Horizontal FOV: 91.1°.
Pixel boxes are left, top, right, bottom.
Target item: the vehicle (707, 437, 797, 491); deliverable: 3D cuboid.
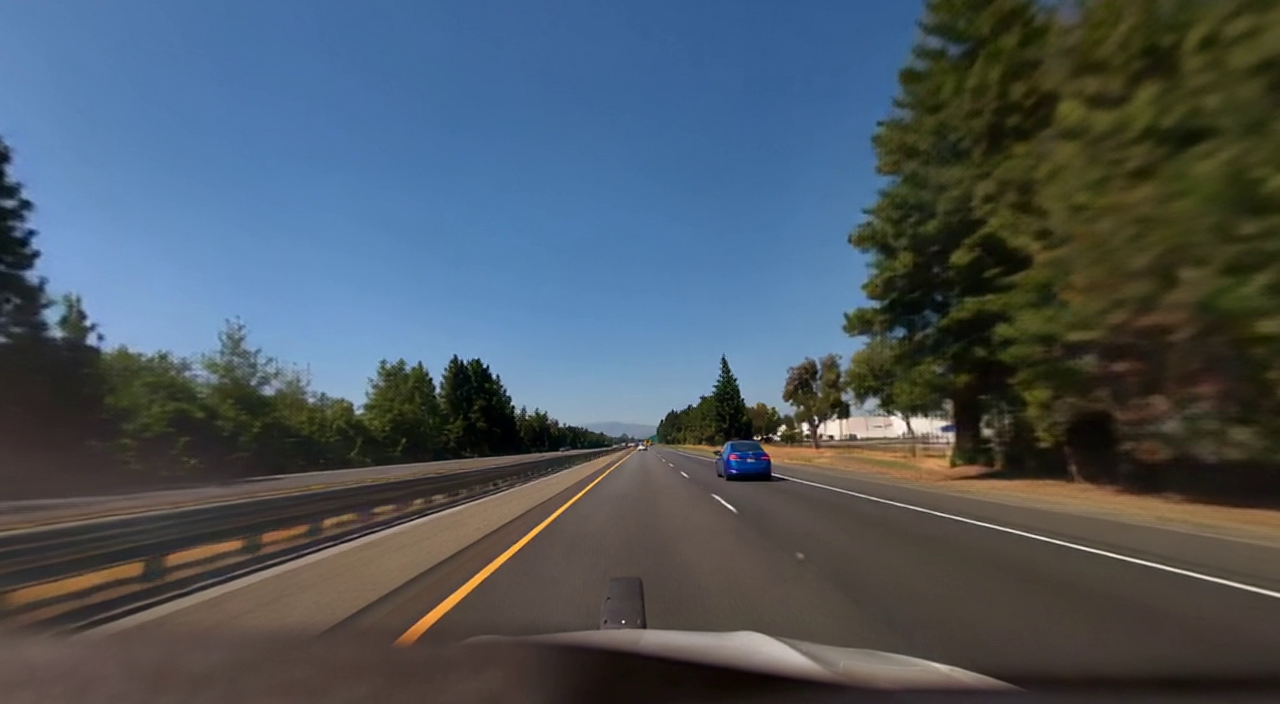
[{"bbox_3d":[3.485,3.568,20.336,2.079,1.531,3.997,0,-8,-1],"label":"vehicle"}]
